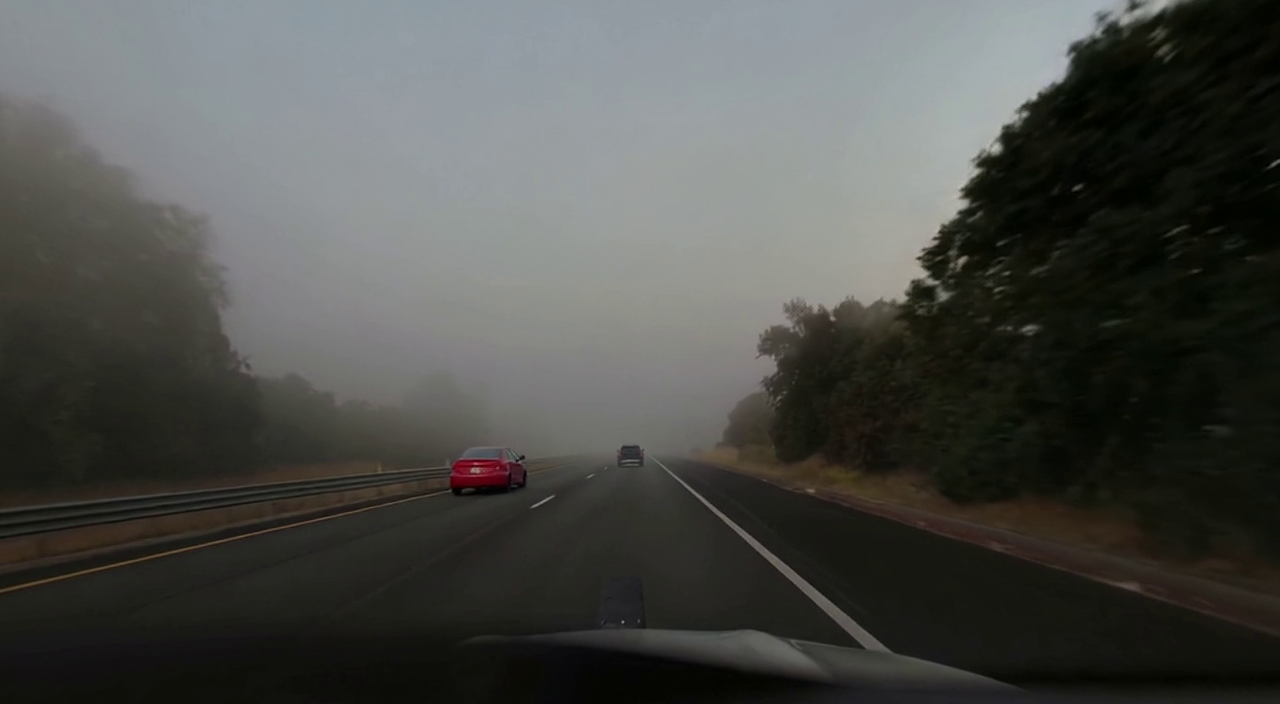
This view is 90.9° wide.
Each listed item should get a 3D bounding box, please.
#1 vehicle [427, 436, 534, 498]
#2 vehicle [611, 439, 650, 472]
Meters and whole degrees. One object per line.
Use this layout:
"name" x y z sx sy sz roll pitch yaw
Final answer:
"vehicle" -4.690 3.453 19.287 2.113 1.656 4.215 0 -9 1
"vehicle" -0.561 5.922 36.223 2.126 1.786 3.958 0 -9 -1
